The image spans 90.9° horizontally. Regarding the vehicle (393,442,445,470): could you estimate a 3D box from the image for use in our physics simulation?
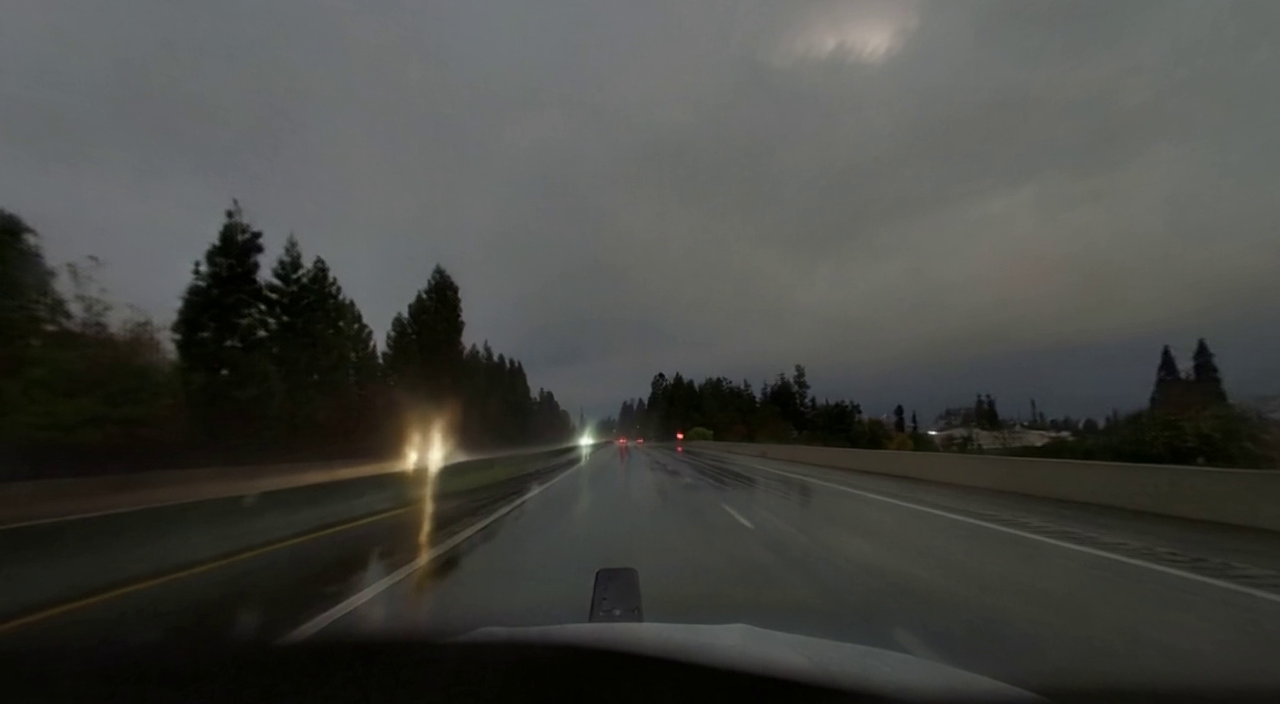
[{"bbox_3d":[-13.140,6.207,37.727,1.818,1.495,3.894,-2,-8,-1],"label":"vehicle"}]
